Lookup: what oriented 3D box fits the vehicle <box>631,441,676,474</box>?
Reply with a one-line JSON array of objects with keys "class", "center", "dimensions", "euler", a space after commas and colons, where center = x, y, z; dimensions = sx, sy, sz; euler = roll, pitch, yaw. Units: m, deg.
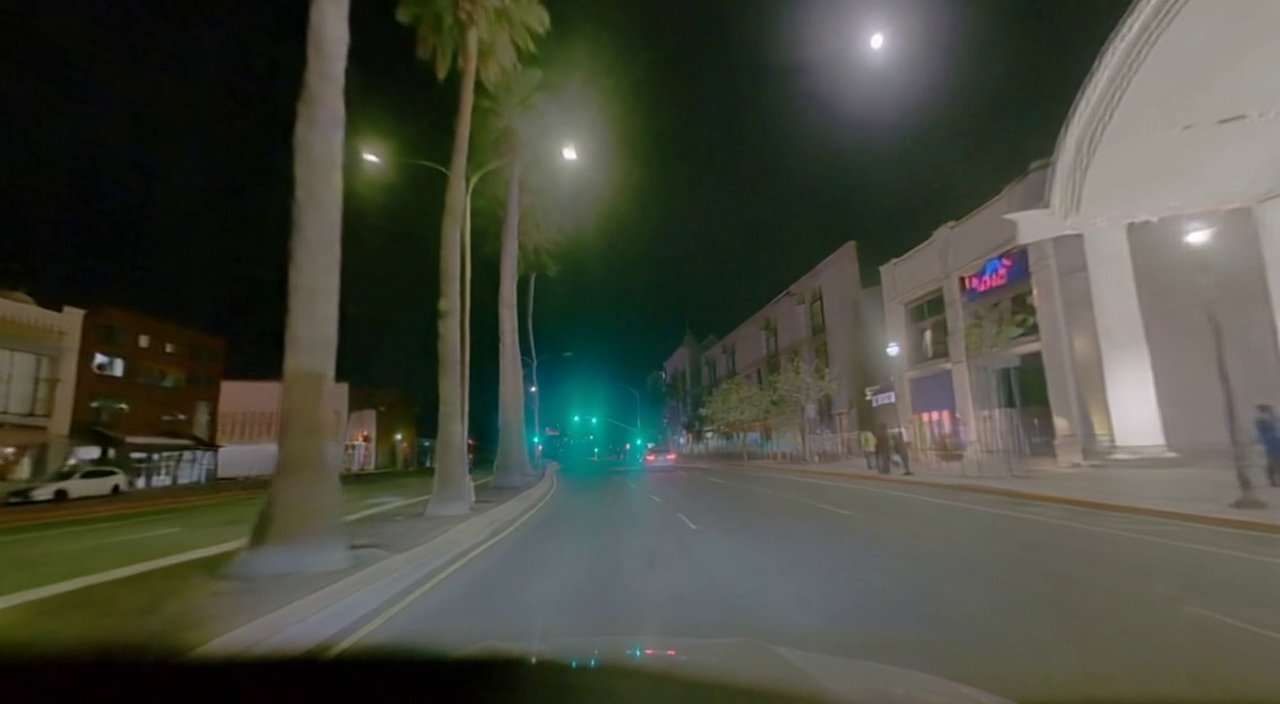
[{"class": "vehicle", "center": [0.767, 6.954, 42.063], "dimensions": [2.284, 2.010, 6.670], "euler": [0, -8, -5]}]

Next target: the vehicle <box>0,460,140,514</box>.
[{"class": "vehicle", "center": [-21.804, 4.944, 23.633], "dimensions": [2.285, 1.689, 4.968], "euler": [0, -9, -3]}]
